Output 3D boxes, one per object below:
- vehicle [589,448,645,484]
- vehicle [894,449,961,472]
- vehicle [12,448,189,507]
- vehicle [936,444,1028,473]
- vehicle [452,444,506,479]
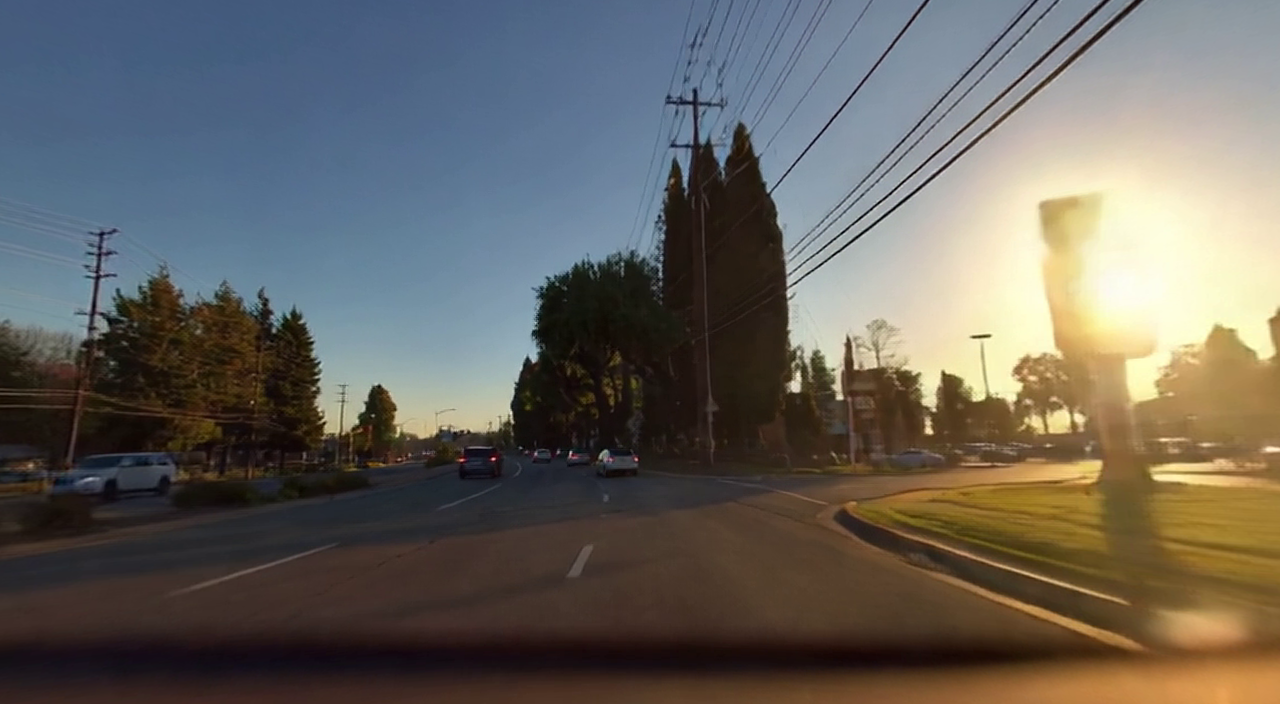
[{"bbox_3d":[-1.123,5.111,28.723,2.130,1.476,4.453,1,-9,-7],"label":"vehicle"},{"bbox_3d":[22.685,8.574,49.905,4.350,1.447,1.696,-5,-10,7],"label":"vehicle"},{"bbox_3d":[-20.747,4.784,24.749,2.258,1.960,5.783,1,-9,-6],"label":"vehicle"},{"bbox_3d":[21.743,6.787,40.256,4.834,1.495,1.785,2,-9,6],"label":"vehicle"},{"bbox_3d":[-8.594,5.881,34.116,2.195,1.752,4.515,1,-9,-7],"label":"vehicle"}]
